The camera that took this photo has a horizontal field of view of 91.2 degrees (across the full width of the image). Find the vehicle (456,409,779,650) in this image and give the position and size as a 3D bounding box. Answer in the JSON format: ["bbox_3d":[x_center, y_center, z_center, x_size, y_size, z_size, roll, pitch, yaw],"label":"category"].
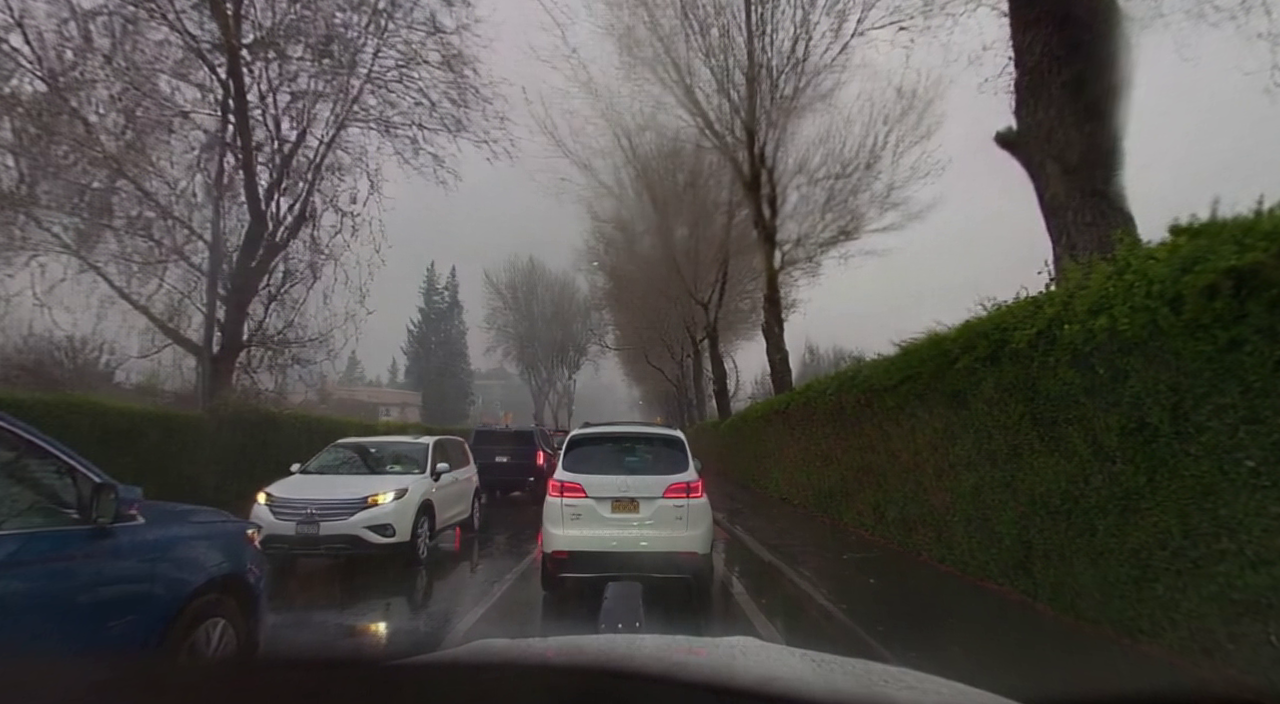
[{"bbox_3d":[-0.174,1.503,6.276,2.154,1.581,4.007,0,-9,-1],"label":"vehicle"}]

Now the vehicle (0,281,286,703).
[{"bbox_3d":[-3.287,0.671,1.259,2.205,1.913,5.327,-6,-8,-2],"label":"vehicle"}]

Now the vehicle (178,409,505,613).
[{"bbox_3d":[-3.408,1.855,8.320,2.256,1.728,4.421,-6,-8,-2],"label":"vehicle"}]
